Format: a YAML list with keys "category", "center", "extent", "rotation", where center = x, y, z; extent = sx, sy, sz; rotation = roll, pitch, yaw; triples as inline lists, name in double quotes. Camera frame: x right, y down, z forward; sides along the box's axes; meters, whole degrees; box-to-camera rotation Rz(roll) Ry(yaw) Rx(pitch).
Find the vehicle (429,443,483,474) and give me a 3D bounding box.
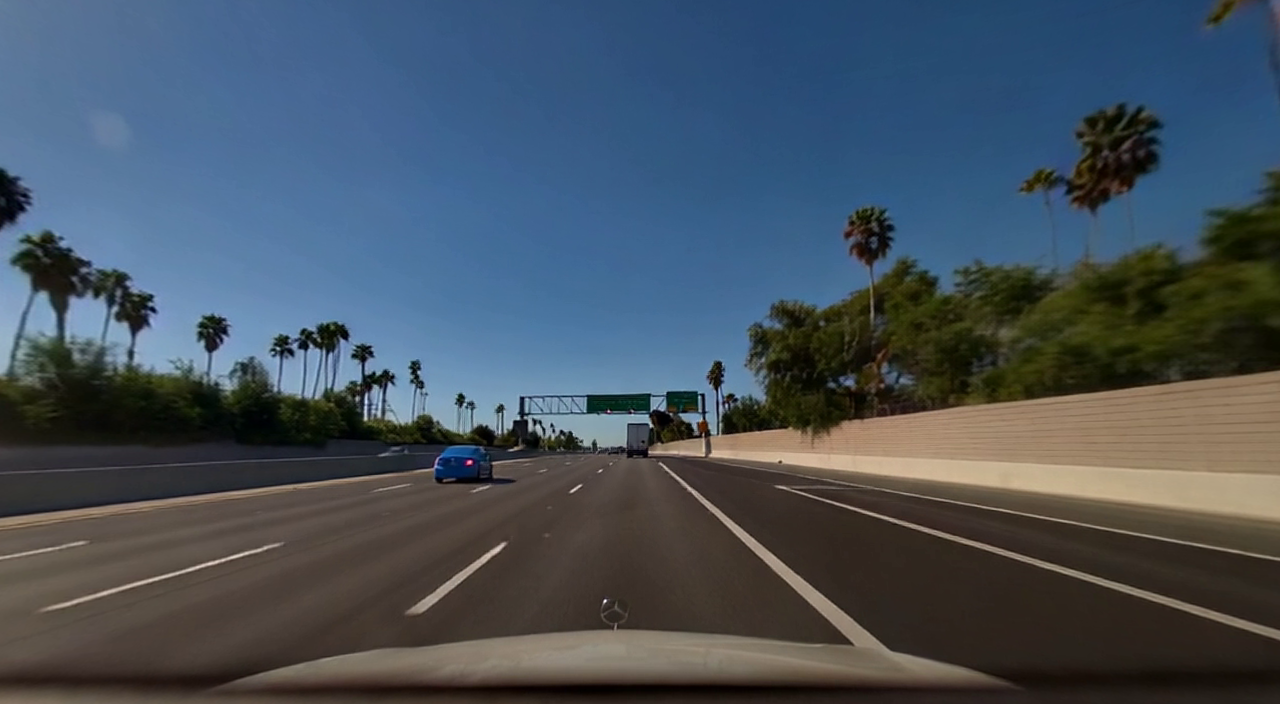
- category: "vehicle"
  center: [-10.657, 6.173, 36.863]
  extent: [1.897, 1.653, 4.113]
  rotation: [0, -9, 0]
